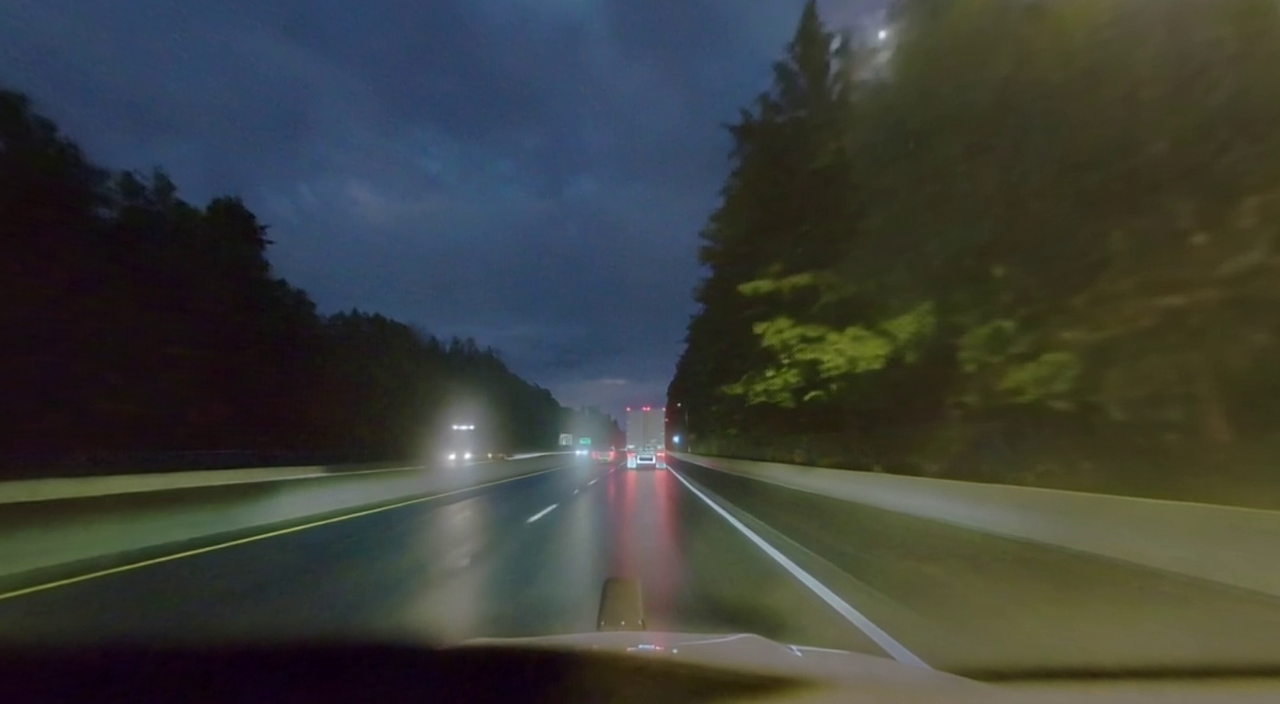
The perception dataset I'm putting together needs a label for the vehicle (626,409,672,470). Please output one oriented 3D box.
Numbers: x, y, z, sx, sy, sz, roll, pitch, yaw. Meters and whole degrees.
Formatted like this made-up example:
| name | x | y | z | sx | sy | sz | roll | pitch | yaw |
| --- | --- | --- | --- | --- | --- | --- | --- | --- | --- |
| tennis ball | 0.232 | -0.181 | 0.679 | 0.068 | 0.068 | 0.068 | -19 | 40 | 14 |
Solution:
| name | x | y | z | sx | sy | sz | roll | pitch | yaw |
| --- | --- | --- | --- | --- | --- | --- | --- | --- | --- |
| vehicle | 0.530 | 6.565 | 46.646 | 3.024 | 3.965 | 10.399 | 0 | -9 | -1 |
